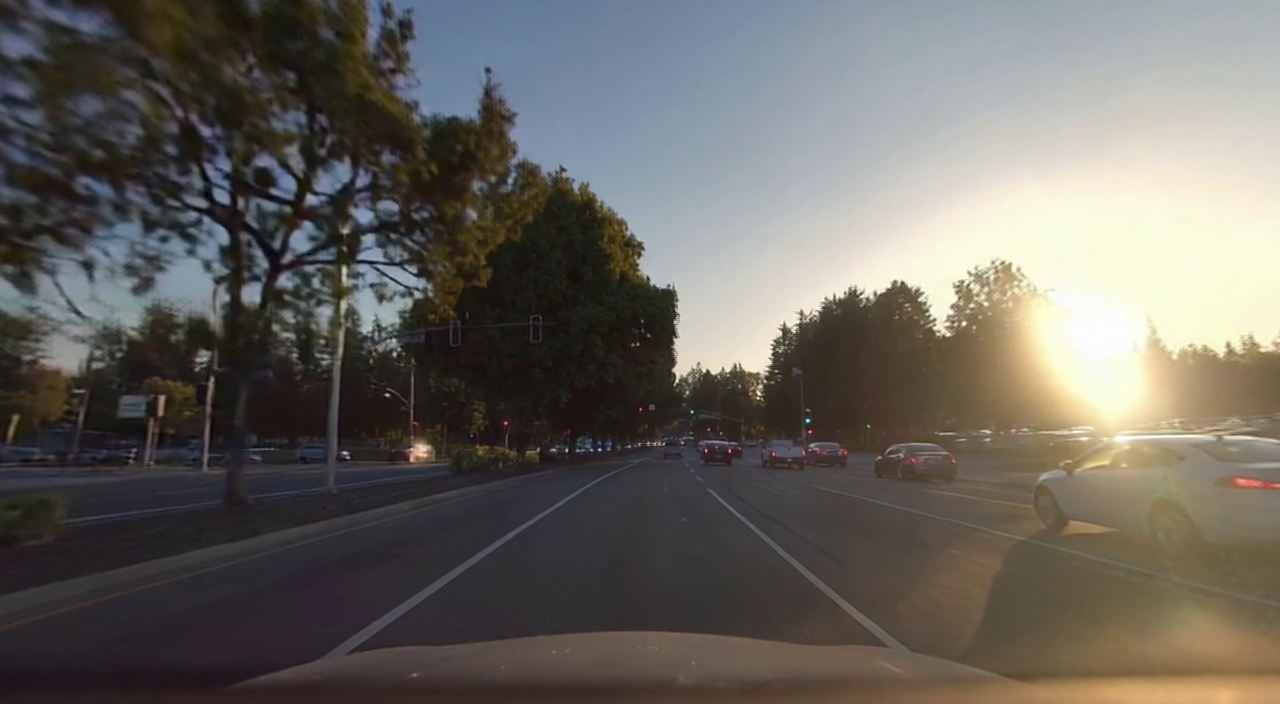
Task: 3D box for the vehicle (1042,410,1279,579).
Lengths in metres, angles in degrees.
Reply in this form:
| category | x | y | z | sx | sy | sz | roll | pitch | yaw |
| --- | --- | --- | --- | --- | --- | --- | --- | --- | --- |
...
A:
| category | x | y | z | sx | sy | sz | roll | pitch | yaw |
| --- | --- | --- | --- | --- | --- | --- | --- | --- | --- |
| vehicle | 7.309 | 1.576 | 7.612 | 2.051 | 1.620 | 4.702 | -1 | -8 | 4 |

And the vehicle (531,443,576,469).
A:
| category | x | y | z | sx | sy | sz | roll | pitch | yaw |
| --- | --- | --- | --- | --- | --- | --- | --- | --- | --- |
| vehicle | -5.406 | 6.550 | 40.025 | 2.004 | 1.529 | 4.319 | -1 | -8 | 4 |

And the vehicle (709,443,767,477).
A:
| category | x | y | z | sx | sy | sz | roll | pitch | yaw |
| --- | --- | --- | --- | --- | --- | --- | --- | --- | --- |
| vehicle | 4.769 | 5.354 | 31.526 | 2.292 | 1.563 | 4.734 | 0 | -8 | 2 |

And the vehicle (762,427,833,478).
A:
| category | x | y | z | sx | sy | sz | roll | pitch | yaw |
| --- | --- | --- | --- | --- | --- | --- | --- | --- | --- |
| vehicle | 7.512 | 4.864 | 30.695 | 2.186 | 2.202 | 5.426 | 0 | -8 | 2 |

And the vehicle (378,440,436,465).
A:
| category | x | y | z | sx | sy | sz | roll | pitch | yaw |
| --- | --- | --- | --- | --- | --- | --- | --- | --- | --- |
| vehicle | -16.822 | 7.294 | 45.851 | 1.981 | 1.721 | 4.772 | -1 | -8 | 6 |

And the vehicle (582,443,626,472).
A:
| category | x | y | z | sx | sy | sz | roll | pitch | yaw |
| --- | --- | --- | --- | --- | --- | --- | --- | --- | --- |
| vehicle | -2.002 | 6.025 | 36.178 | 1.958 | 1.542 | 4.175 | -1 | -8 | 4 |

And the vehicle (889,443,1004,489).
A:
| category | x | y | z | sx | sy | sz | roll | pitch | yaw |
| --- | --- | --- | --- | --- | --- | --- | --- | --- | --- |
| vehicle | 11.172 | 4.142 | 23.406 | 1.963 | 1.513 | 4.600 | 0 | -8 | 1 |
